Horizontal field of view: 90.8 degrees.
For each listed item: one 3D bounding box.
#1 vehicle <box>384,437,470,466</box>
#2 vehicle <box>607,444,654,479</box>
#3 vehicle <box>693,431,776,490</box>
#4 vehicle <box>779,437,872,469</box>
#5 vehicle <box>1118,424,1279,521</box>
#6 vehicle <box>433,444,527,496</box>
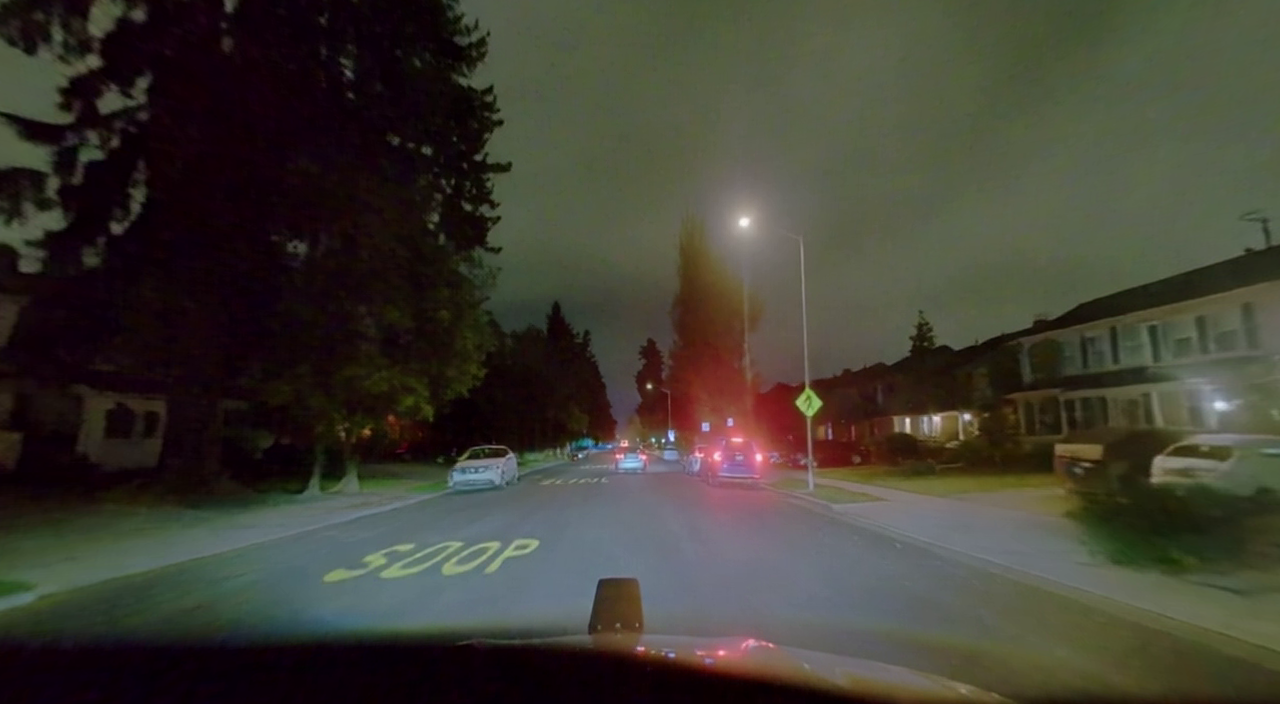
[{"bbox_3d":[-13.609,6.401,40.634,4.836,1.831,1.982,0,-9,-2],"label":"vehicle"},{"bbox_3d":[-0.433,4.895,28.562,2.000,1.449,4.006,0,-8,-1],"label":"vehicle"},{"bbox_3d":[3.414,4.054,23.982,2.221,1.960,4.927,0,-9,-2],"label":"vehicle"},{"bbox_3d":[10.729,5.853,36.833,4.730,1.504,1.894,-3,-8,0],"label":"vehicle"},{"bbox_3d":[11.505,2.080,11.431,4.157,1.520,1.938,-1,-8,-4],"label":"vehicle"},{"bbox_3d":[-5.465,4.050,22.148,1.984,1.498,4.508,-3,-8,2],"label":"vehicle"}]
